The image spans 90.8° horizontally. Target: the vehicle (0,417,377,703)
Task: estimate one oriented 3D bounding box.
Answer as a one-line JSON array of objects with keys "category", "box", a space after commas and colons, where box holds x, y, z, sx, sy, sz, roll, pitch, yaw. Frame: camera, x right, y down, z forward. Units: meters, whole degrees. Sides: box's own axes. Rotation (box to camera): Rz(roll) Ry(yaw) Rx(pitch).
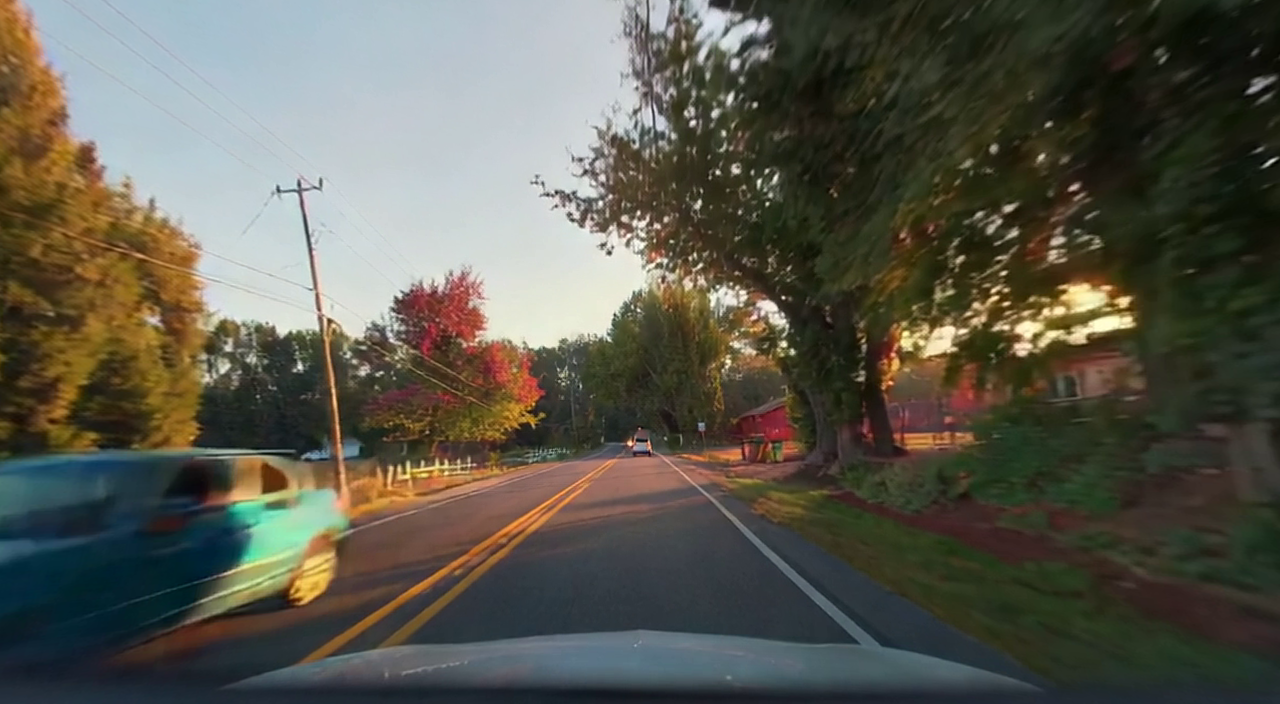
[{"category": "vehicle", "box": [-3.992, 1.381, 4.887, 2.093, 1.563, 4.142, 0, -8, 0]}]
